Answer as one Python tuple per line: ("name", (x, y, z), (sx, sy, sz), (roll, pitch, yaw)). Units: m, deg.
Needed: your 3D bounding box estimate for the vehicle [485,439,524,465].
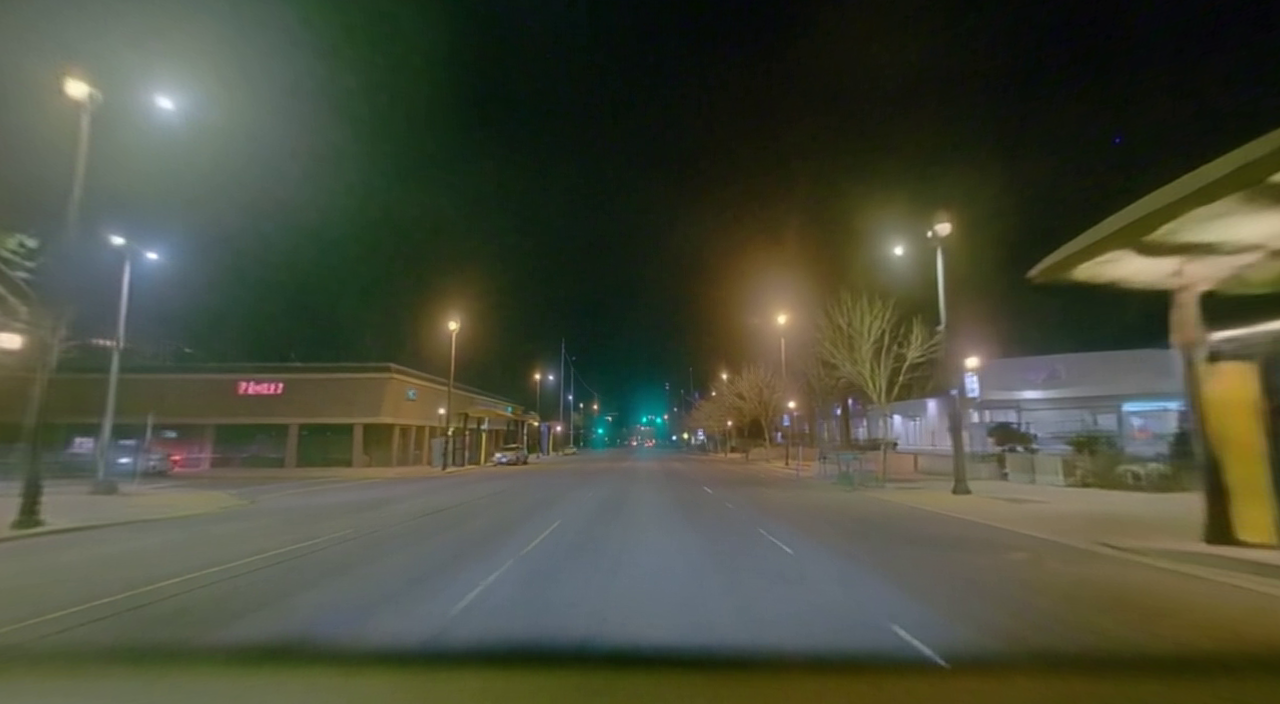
("vehicle", (-10.504, 7.780, 49.211), (2.060, 1.796, 4.675), (-2, -7, 0))
